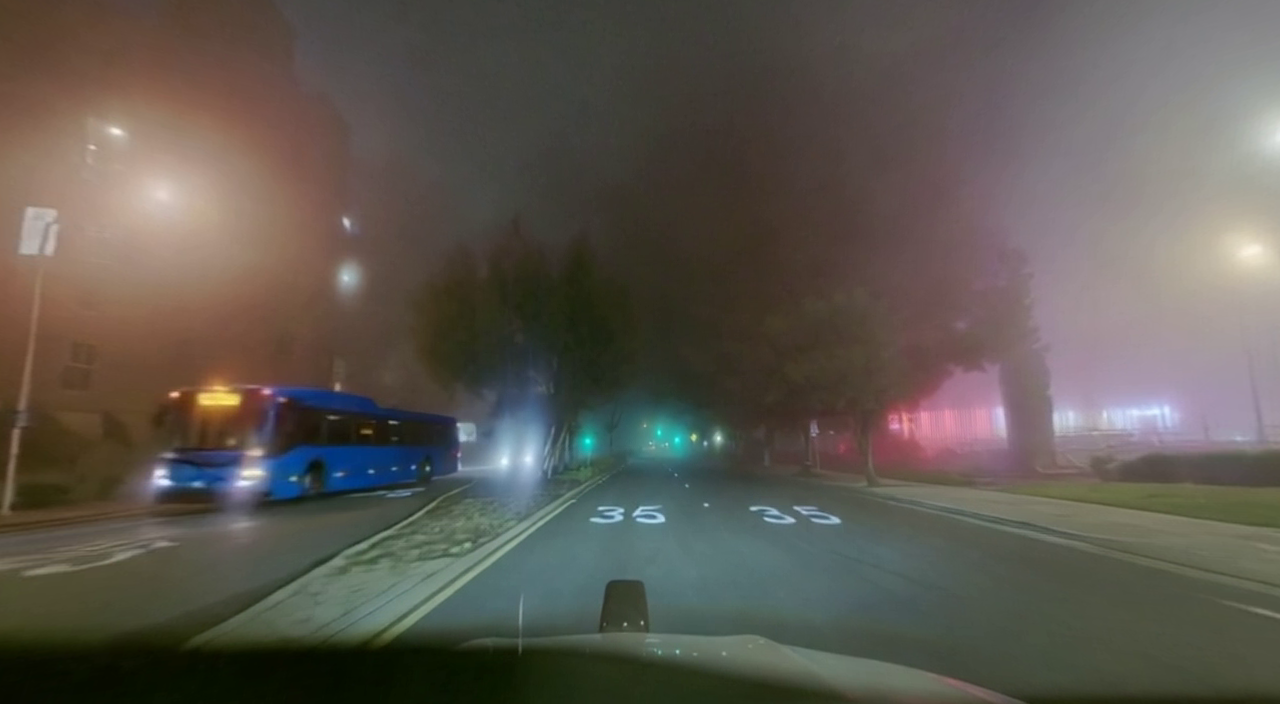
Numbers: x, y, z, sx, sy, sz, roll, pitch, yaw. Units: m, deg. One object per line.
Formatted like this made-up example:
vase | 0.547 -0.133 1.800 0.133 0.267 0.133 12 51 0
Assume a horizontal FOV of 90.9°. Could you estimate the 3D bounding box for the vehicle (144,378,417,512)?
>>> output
vehicle | -10.937 3.092 21.131 3.052 3.397 10.003 0 -8 1
